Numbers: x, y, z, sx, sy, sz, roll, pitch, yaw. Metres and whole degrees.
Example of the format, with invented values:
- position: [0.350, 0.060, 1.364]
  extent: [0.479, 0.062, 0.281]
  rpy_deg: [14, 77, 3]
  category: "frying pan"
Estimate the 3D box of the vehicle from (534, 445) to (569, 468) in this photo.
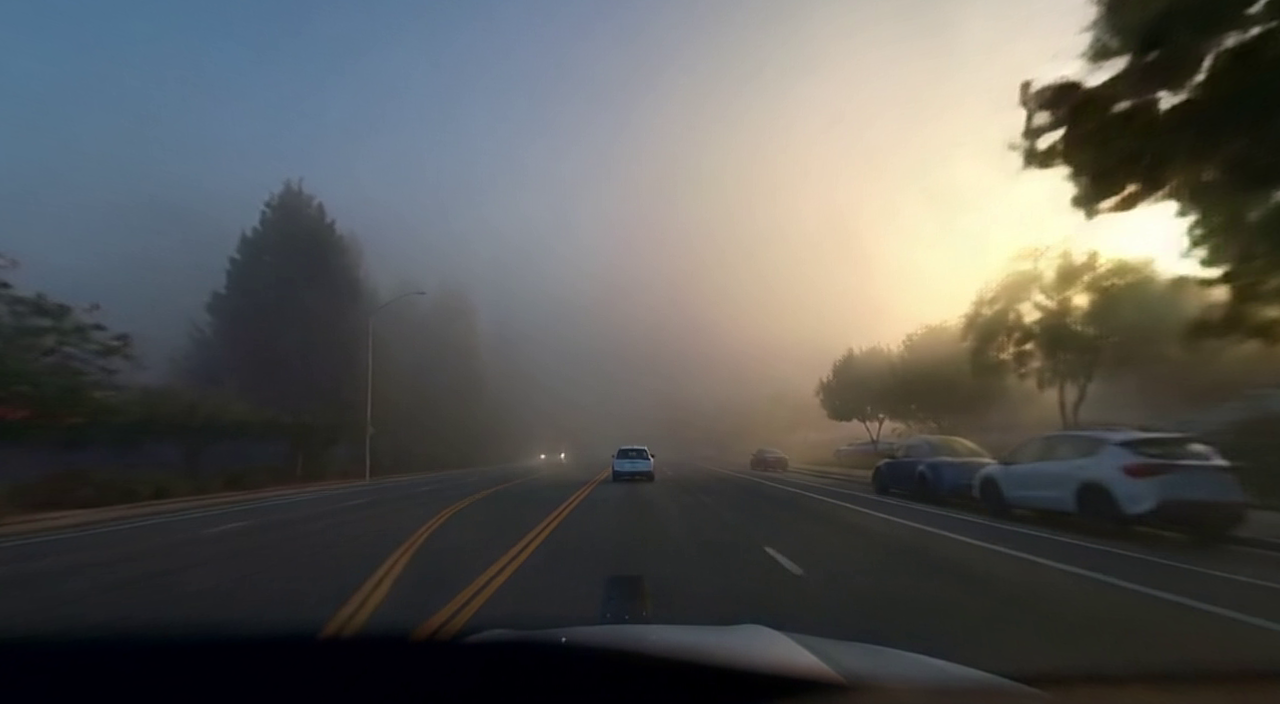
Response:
- position: [-6.790, 8.077, 48.886]
  extent: [2.083, 1.646, 4.293]
  rpy_deg: [0, -9, 1]
  category: "vehicle"

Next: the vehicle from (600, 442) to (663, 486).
- position: [-0.306, 4.122, 23.493]
  extent: [2.099, 1.470, 4.302]
  rpy_deg: [0, -9, 0]
  category: "vehicle"

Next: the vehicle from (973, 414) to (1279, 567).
- position: [7.894, 2.043, 10.139]
  extent: [2.185, 1.818, 5.038]
  rpy_deg: [0, -9, -2]
  category: "vehicle"

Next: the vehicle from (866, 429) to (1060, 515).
- position: [7.725, 2.910, 15.857]
  extent: [2.064, 1.792, 5.053]
  rpy_deg: [0, -9, -2]
  category: "vehicle"

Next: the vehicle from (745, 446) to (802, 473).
- position: [7.766, 6.310, 37.158]
  extent: [2.131, 1.474, 4.752]
  rpy_deg: [0, -9, -2]
  category: "vehicle"
